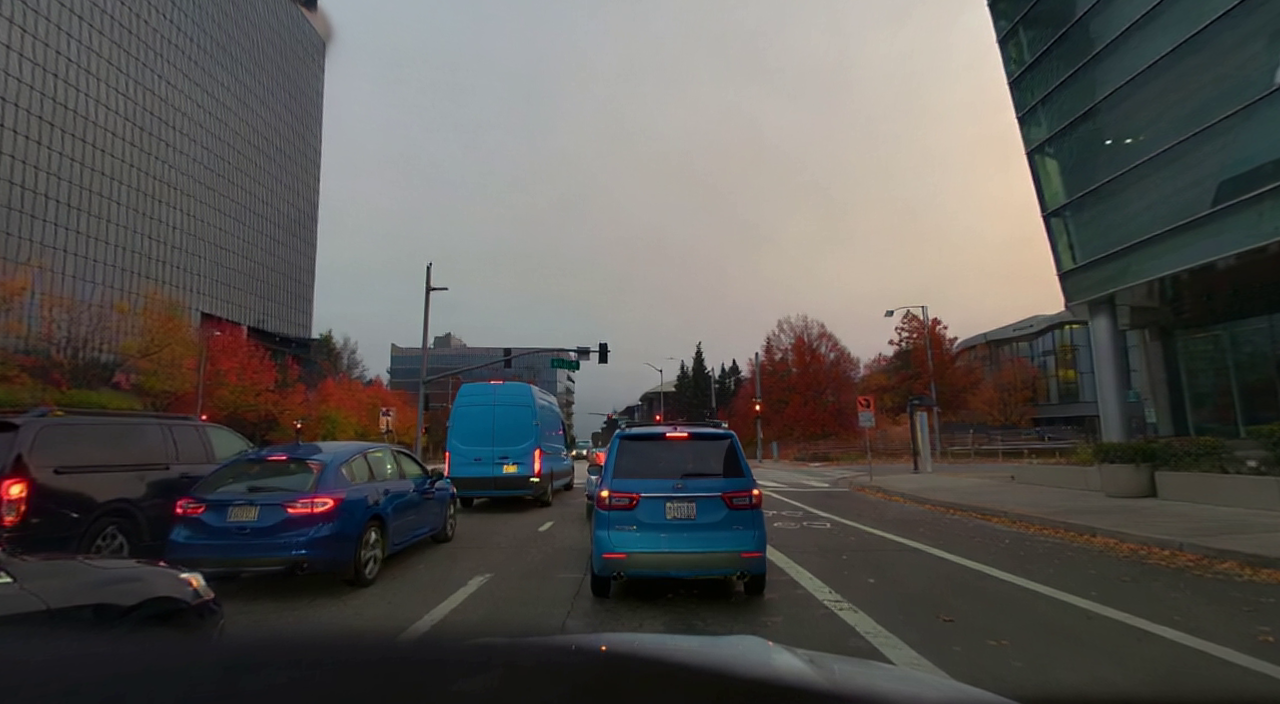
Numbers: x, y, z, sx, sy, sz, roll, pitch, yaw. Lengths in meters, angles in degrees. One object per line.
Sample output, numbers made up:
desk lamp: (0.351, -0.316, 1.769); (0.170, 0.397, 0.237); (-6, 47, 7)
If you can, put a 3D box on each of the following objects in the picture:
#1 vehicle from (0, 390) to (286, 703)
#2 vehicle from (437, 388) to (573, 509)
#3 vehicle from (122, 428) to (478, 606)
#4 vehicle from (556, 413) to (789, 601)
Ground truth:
vehicle: (-2.900, 0.816, 1.526); (1.893, 1.491, 3.798); (0, -9, -1)
vehicle: (-3.249, 2.543, 16.590); (2.343, 2.635, 5.684); (0, -9, 0)
vehicle: (-3.485, 1.755, 7.579); (1.955, 1.499, 4.223); (0, -9, 0)
vehicle: (0.197, 1.601, 7.213); (1.979, 1.562, 3.630); (0, -9, -3)
